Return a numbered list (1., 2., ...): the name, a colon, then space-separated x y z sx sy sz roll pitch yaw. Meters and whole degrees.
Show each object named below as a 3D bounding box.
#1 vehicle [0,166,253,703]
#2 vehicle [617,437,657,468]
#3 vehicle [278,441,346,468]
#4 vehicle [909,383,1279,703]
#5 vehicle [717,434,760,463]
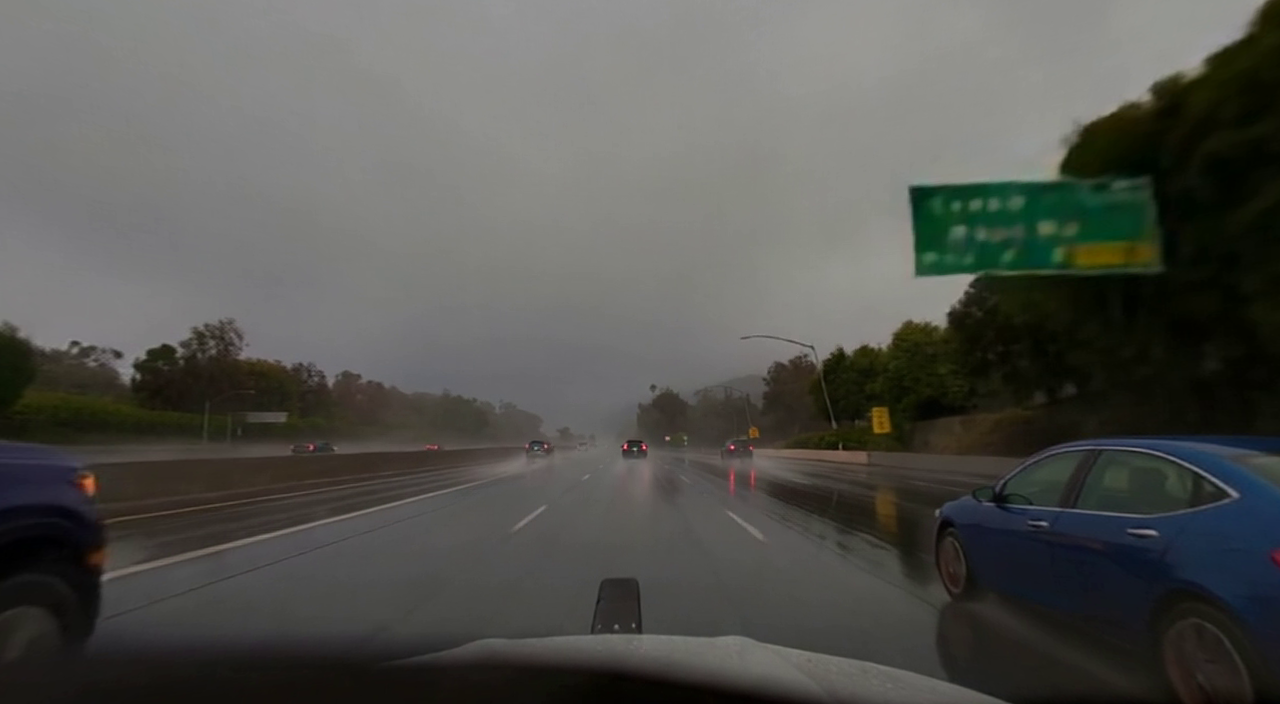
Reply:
1. vehicle: -3.457 0.214 0.360 2.592 2.179 6.034 0 -9 0
2. vehicle: -0.202 5.720 35.999 2.157 1.642 4.189 0 -9 -1
3. vehicle: -21.457 6.721 41.559 2.058 1.667 4.623 0 -9 -1
4. vehicle: 3.230 0.936 2.653 2.072 1.501 4.694 0 -9 -1
5. vehicle: 7.001 6.935 45.441 2.103 1.898 5.310 0 -9 -1
